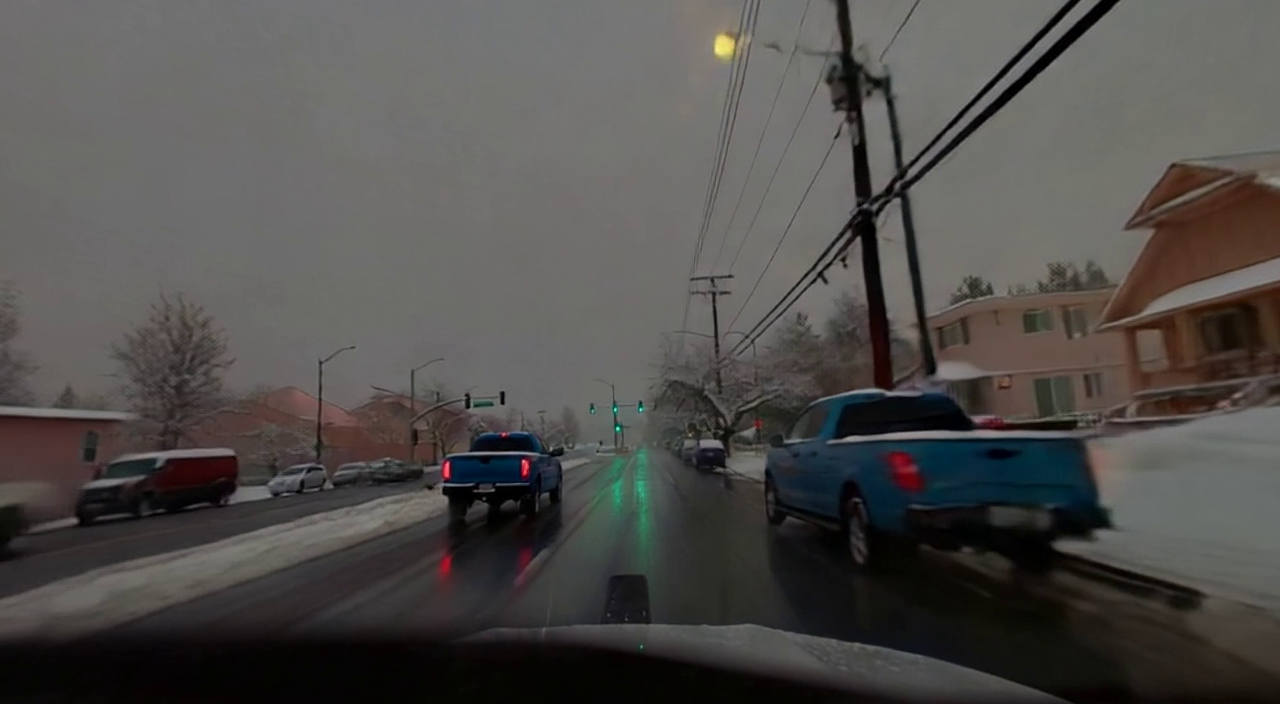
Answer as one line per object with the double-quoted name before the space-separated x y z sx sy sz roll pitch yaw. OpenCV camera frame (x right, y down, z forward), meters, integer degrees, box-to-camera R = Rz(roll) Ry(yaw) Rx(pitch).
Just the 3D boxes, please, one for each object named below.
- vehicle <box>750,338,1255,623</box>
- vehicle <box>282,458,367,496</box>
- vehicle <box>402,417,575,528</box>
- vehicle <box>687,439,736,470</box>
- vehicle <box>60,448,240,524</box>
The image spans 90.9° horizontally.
"vehicle" 3.120 1.383 7.806 2.415 2.004 6.589 0 -8 1
"vehicle" -15.431 6.102 31.090 2.026 1.617 3.933 -1 -8 2
"vehicle" -2.903 2.472 13.601 2.242 1.890 5.306 -1 -8 2
"vehicle" 3.703 5.399 33.265 2.012 1.491 4.333 0 -8 0
"vehicle" -19.200 5.180 25.239 2.159 2.586 5.899 -1 -8 3
